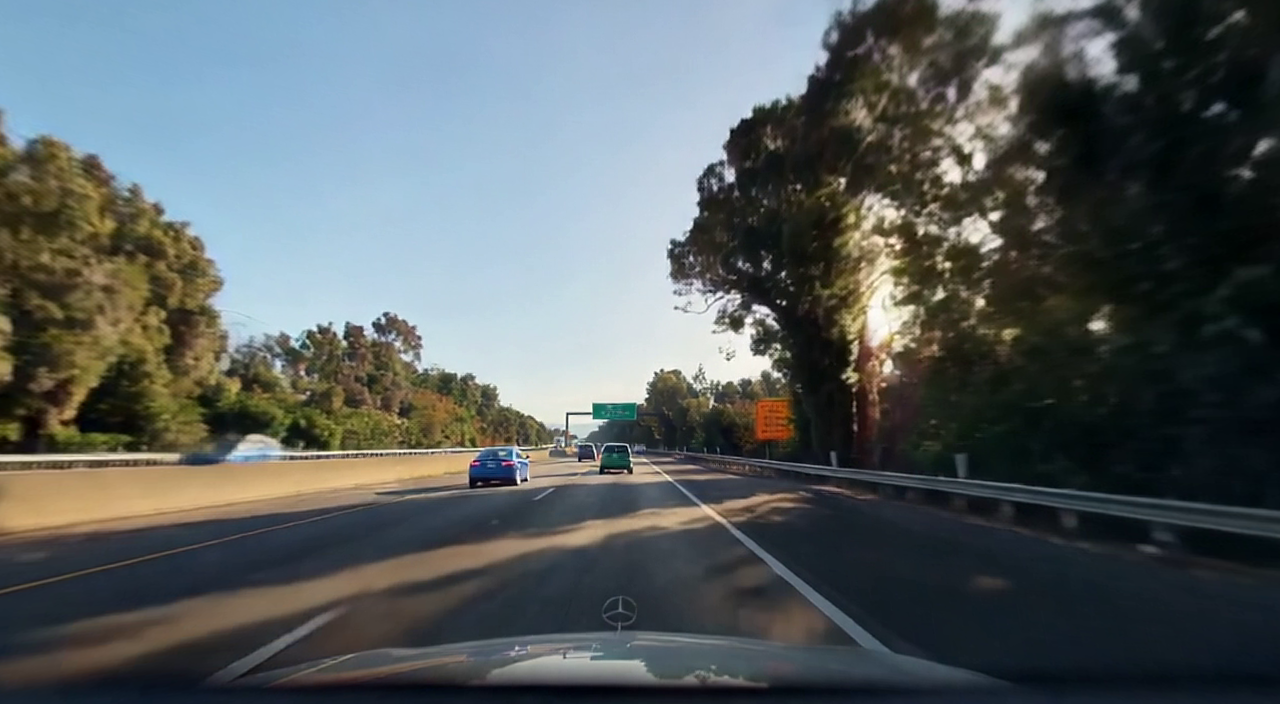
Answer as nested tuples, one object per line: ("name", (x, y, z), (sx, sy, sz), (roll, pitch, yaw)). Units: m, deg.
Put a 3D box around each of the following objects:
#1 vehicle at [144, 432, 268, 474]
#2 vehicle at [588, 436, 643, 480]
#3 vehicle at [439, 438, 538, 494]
("vehicle", (-18.378, 4.317, 26.892), (1.993, 1.634, 4.730), (0, -9, -1))
("vehicle", (-1.035, 4.573, 27.253), (2.220, 1.711, 4.056), (0, -9, -1))
("vehicle", (-4.835, 3.707, 20.761), (2.103, 1.588, 4.709), (-1, -9, 0))
